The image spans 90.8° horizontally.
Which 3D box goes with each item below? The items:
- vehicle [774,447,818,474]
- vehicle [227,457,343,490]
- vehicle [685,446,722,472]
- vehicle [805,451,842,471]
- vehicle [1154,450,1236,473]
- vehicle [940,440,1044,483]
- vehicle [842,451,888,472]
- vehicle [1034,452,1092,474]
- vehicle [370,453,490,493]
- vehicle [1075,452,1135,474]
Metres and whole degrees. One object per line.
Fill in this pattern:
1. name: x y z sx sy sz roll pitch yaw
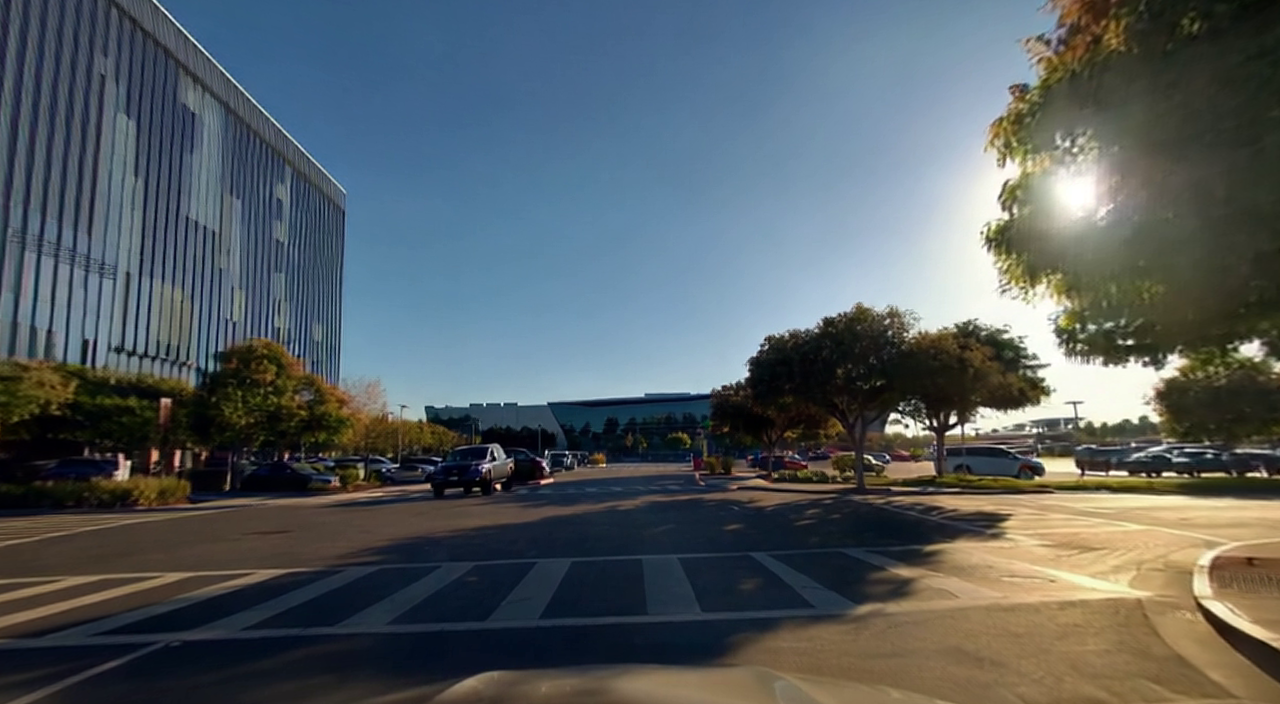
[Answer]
1. vehicle: 10.542 7.345 43.036 1.936 1.673 4.305 0 -8 1
2. vehicle: -16.609 5.697 29.722 4.331 1.437 1.876 0 -9 3
3. vehicle: 4.591 7.856 46.604 2.262 1.794 5.331 0 -8 1
4. vehicle: 14.161 8.427 48.987 1.935 1.477 3.719 0 -8 3
5. vehicle: 36.993 7.307 42.228 1.678 1.423 4.191 -1 -9 1
6. vehicle: 16.480 5.128 29.932 2.048 1.852 4.998 0 -8 0
7. vehicle: 17.119 8.354 48.311 1.971 1.478 4.477 0 -8 1
8. vehicle: 28.324 7.423 42.402 1.495 1.371 3.336 -1 -10 0
9. vehicle: -8.699 4.964 26.267 4.442 1.504 1.809 5 -10 -28
10. vehicle: 31.294 7.477 42.624 1.519 1.371 3.278 0 -8 0
